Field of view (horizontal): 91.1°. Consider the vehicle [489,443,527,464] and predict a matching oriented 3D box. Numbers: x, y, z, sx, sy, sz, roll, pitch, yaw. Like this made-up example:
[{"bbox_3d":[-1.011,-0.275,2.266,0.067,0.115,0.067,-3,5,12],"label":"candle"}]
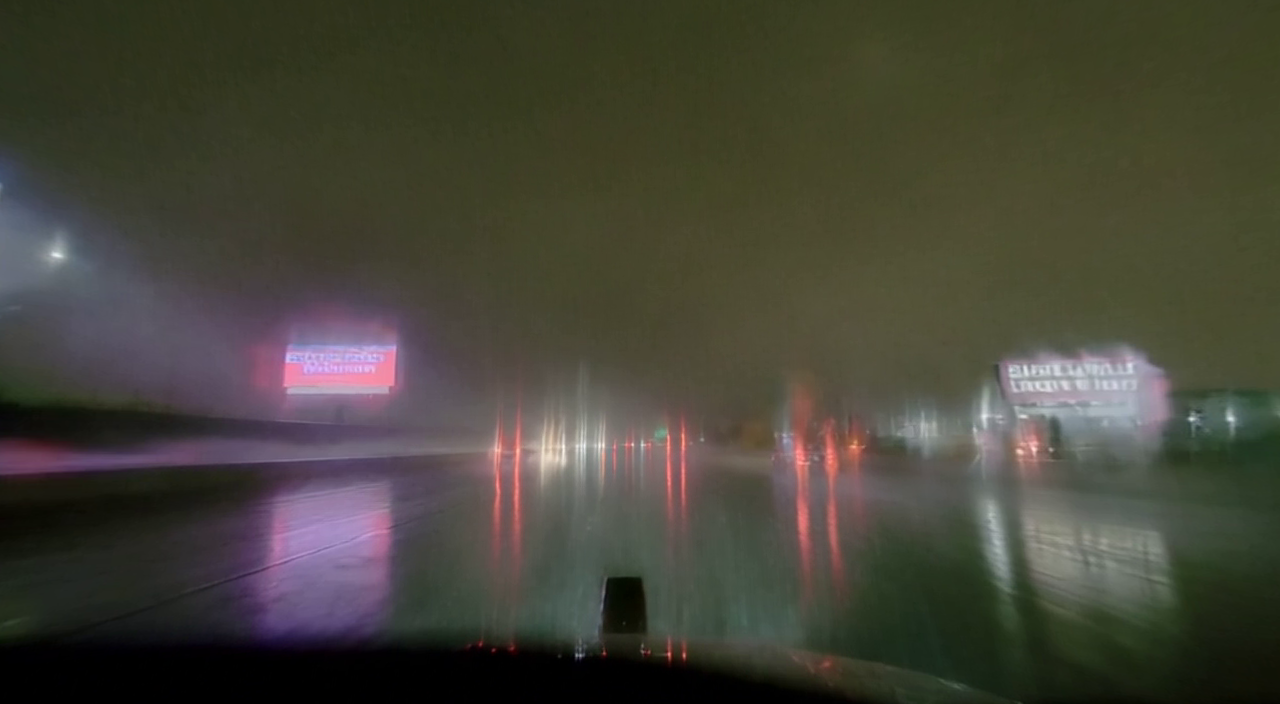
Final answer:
[{"bbox_3d":[-10.311,7.959,49.277,1.974,1.513,4.584,0,-9,0],"label":"vehicle"}]
